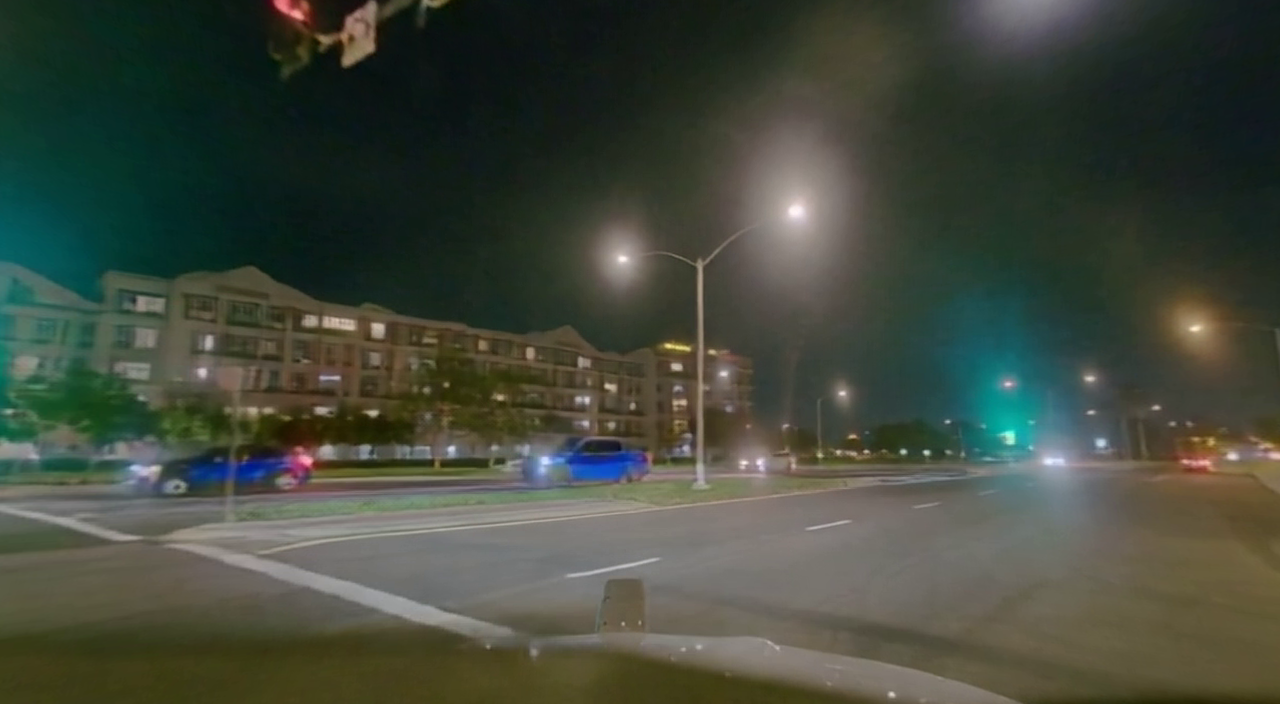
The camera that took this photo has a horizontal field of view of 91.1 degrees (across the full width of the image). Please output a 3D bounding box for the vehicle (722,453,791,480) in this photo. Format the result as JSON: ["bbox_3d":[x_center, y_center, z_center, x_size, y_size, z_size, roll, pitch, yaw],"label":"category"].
[{"bbox_3d":[7.268,7.002,38.726,1.915,1.490,4.763,-8,-12,42],"label":"vehicle"}]

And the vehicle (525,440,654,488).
[{"bbox_3d":[-2.112,4.960,28.190,2.273,1.890,5.841,-8,-11,41],"label":"vehicle"}]

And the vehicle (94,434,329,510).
[{"bbox_3d":[-11.527,3.185,17.229,2.050,1.751,4.820,-7,-11,39],"label":"vehicle"}]
